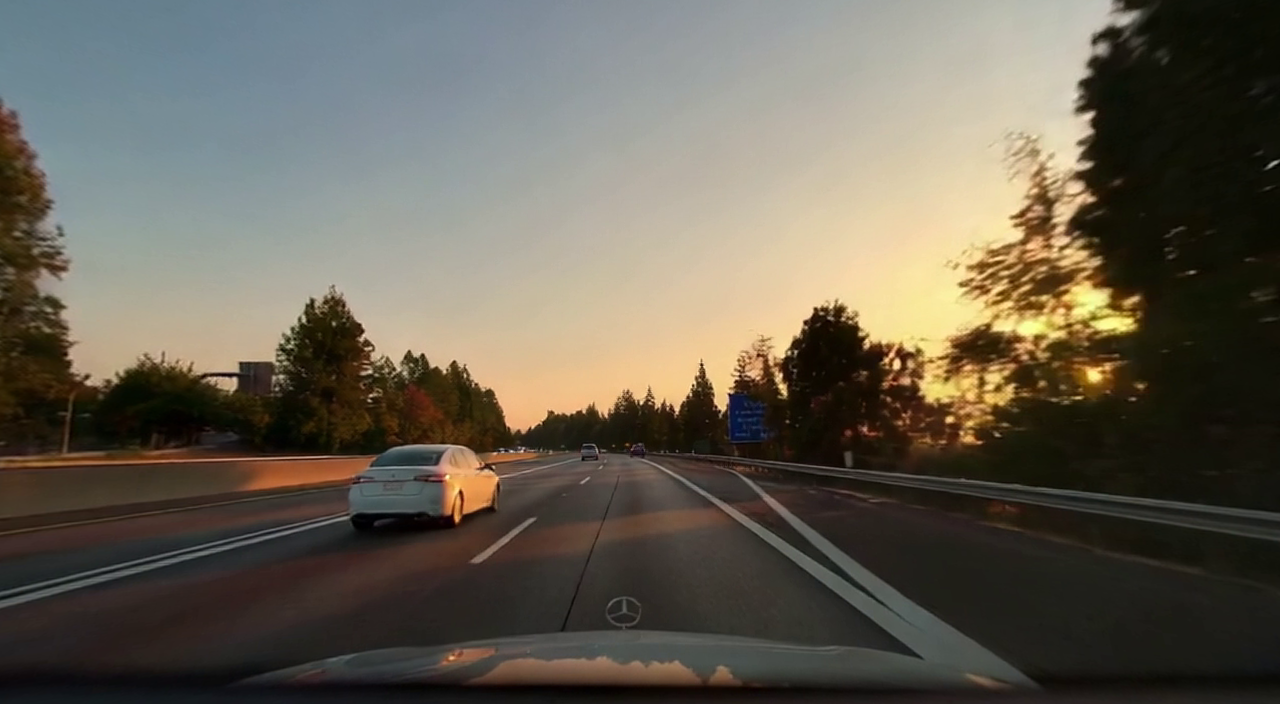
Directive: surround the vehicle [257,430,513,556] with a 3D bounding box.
[{"bbox_3d":[-3.760,2.193,10.614,2.184,1.574,5.004,0,-9,1],"label":"vehicle"}]
